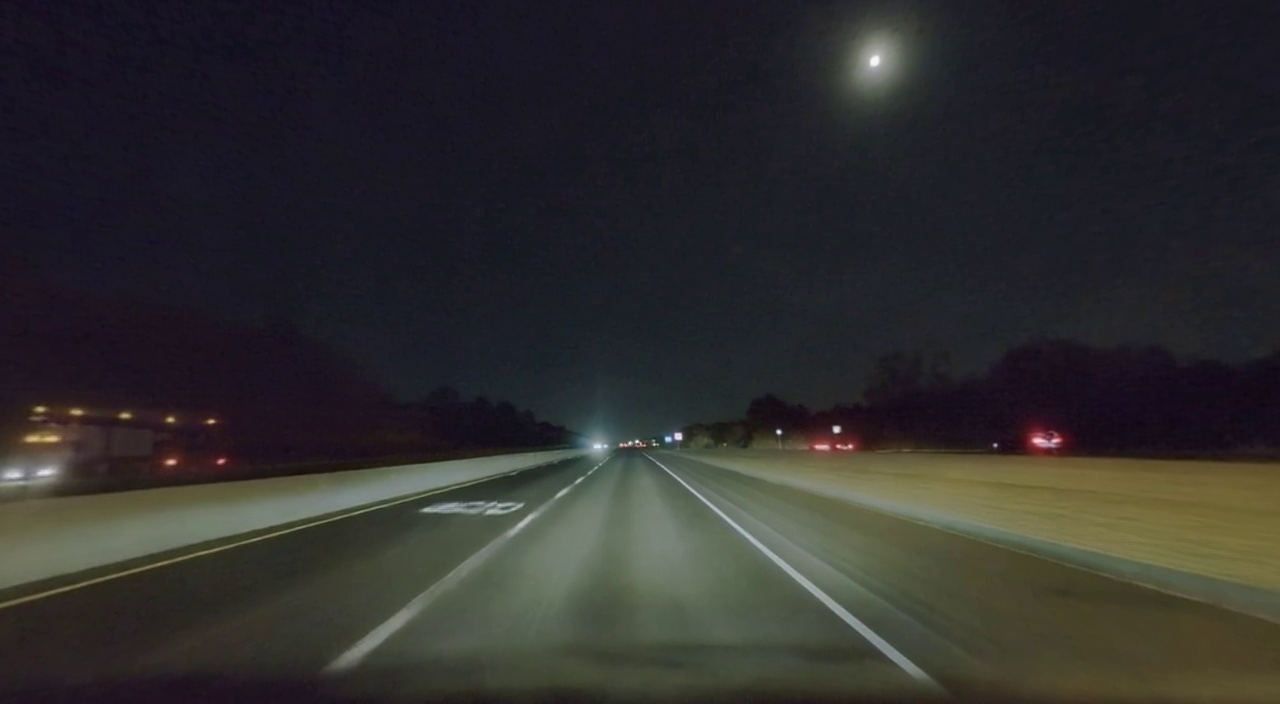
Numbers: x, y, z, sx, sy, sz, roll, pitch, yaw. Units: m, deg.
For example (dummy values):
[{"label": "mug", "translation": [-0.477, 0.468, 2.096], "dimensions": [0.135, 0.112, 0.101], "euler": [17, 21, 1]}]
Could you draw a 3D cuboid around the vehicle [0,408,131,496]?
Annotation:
[{"label": "vehicle", "translation": [-29.283, 4.894, 31.139], "dimensions": [3.028, 3.909, 5.951], "euler": [-1, -8, 0]}]
